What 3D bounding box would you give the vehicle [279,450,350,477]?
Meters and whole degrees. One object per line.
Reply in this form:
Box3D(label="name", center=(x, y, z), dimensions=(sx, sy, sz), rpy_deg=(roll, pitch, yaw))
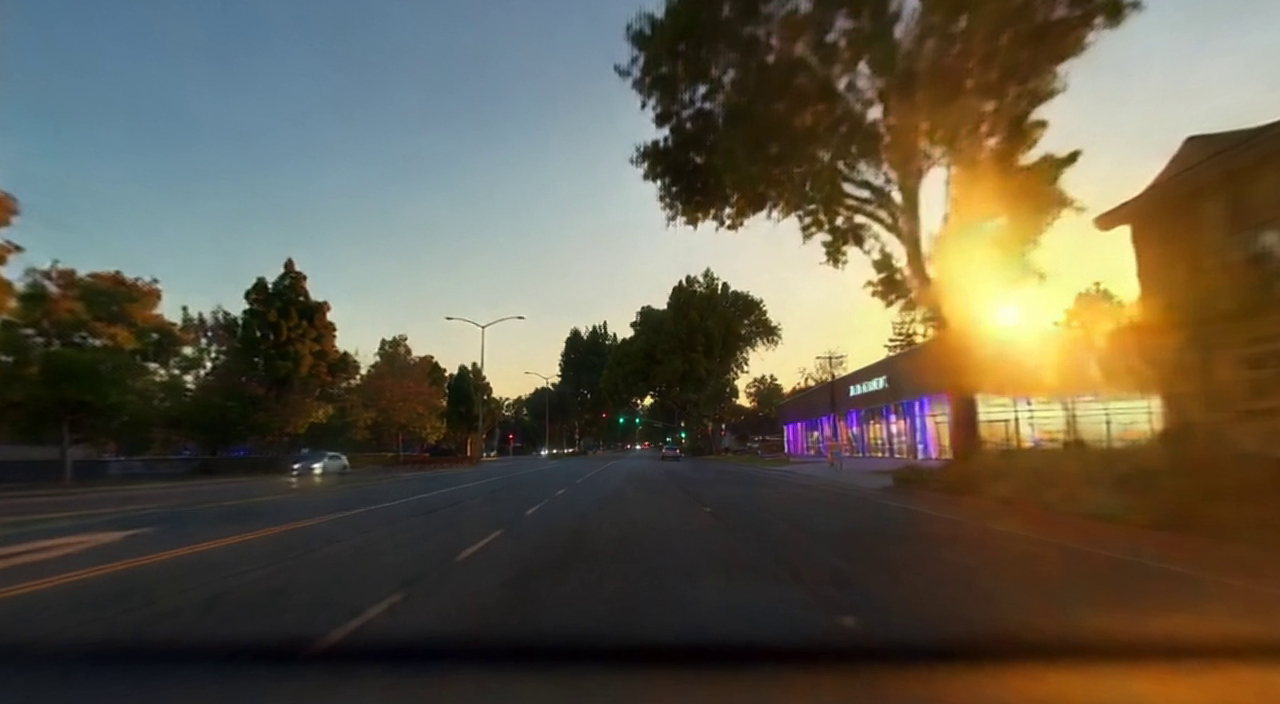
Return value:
Box3D(label="vehicle", center=(-19.949, 6.830, 38.845), dimensions=(1.884, 1.479, 4.740), rpy_deg=(0, -8, 0))
